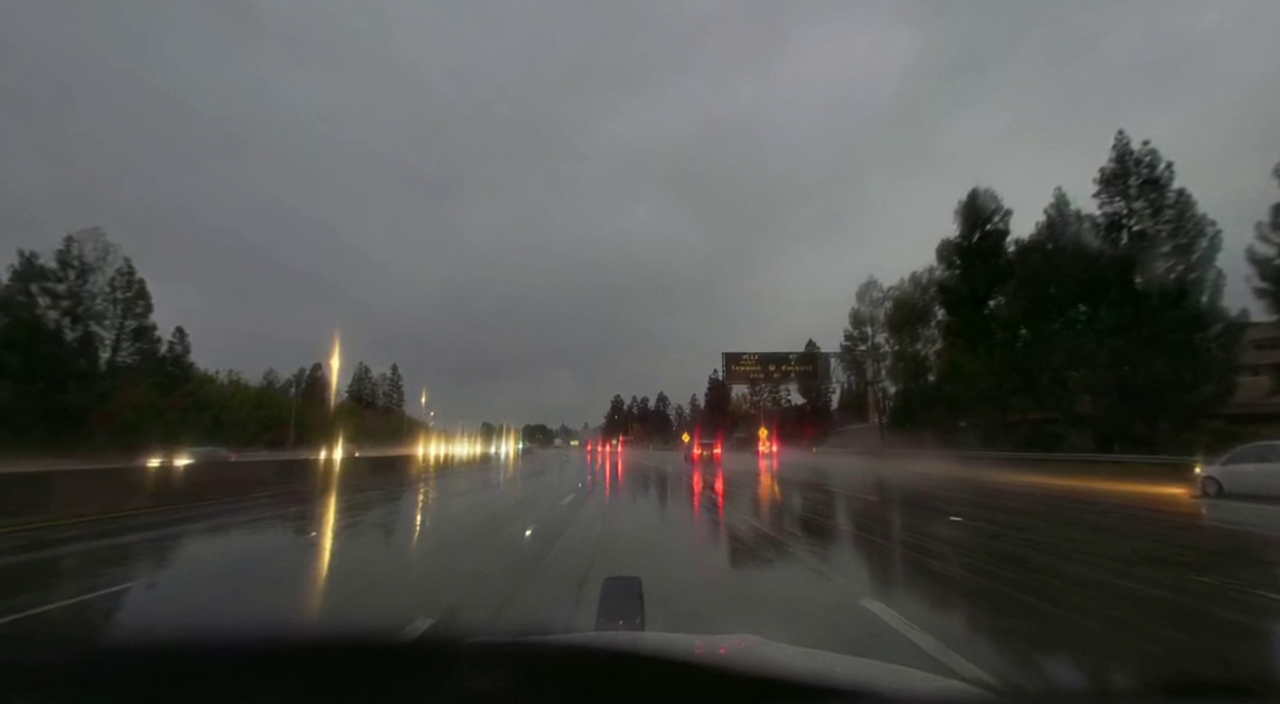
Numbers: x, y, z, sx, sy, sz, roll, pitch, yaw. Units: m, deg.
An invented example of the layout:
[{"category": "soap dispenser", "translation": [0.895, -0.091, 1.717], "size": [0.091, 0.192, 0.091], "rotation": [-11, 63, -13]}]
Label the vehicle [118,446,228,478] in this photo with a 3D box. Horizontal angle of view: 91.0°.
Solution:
[{"category": "vehicle", "translation": [-24.603, 5.786, 33.469], "size": [2.194, 1.555, 4.856], "rotation": [0, -9, -1]}]

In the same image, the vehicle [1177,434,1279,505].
[{"category": "vehicle", "translation": [14.397, 2.459, 13.173], "size": [1.899, 1.475, 4.905], "rotation": [0, -9, -2]}]

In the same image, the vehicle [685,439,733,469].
[{"category": "vehicle", "translation": [3.855, 5.767, 35.742], "size": [1.975, 1.562, 3.823], "rotation": [1, -9, -5]}]
